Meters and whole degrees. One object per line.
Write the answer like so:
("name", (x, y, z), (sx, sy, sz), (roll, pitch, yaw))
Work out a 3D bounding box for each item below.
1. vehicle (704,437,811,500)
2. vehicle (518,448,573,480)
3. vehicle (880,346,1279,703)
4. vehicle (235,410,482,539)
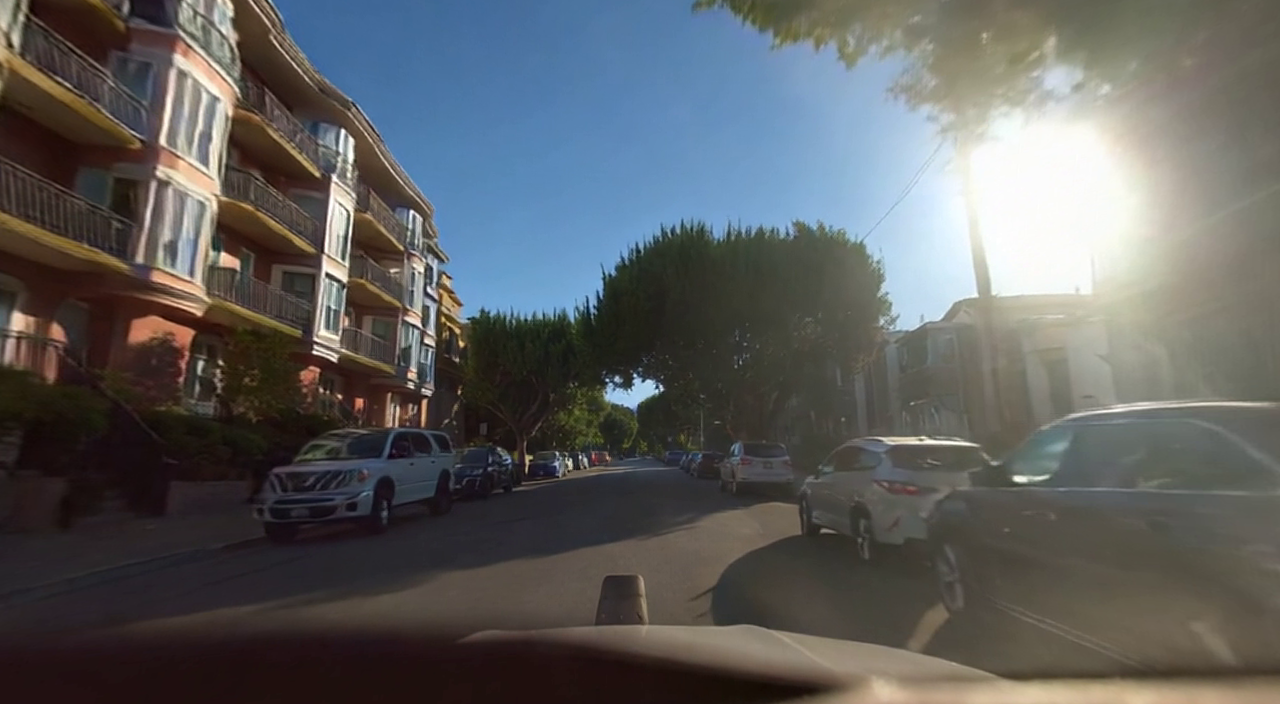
("vehicle", (3.946, 4.054, 22.626), (2.473, 1.895, 6.050), (0, -8, -2))
("vehicle", (-5.446, 6.518, 37.176), (2.222, 1.735, 5.215), (-1, -8, 2))
("vehicle", (3.592, 1.105, 3.968), (2.216, 1.790, 5.077), (0, -8, 1))
("vehicle", (-5.564, 2.557, 13.776), (2.596, 2.152, 5.689), (-1, -9, 2))
